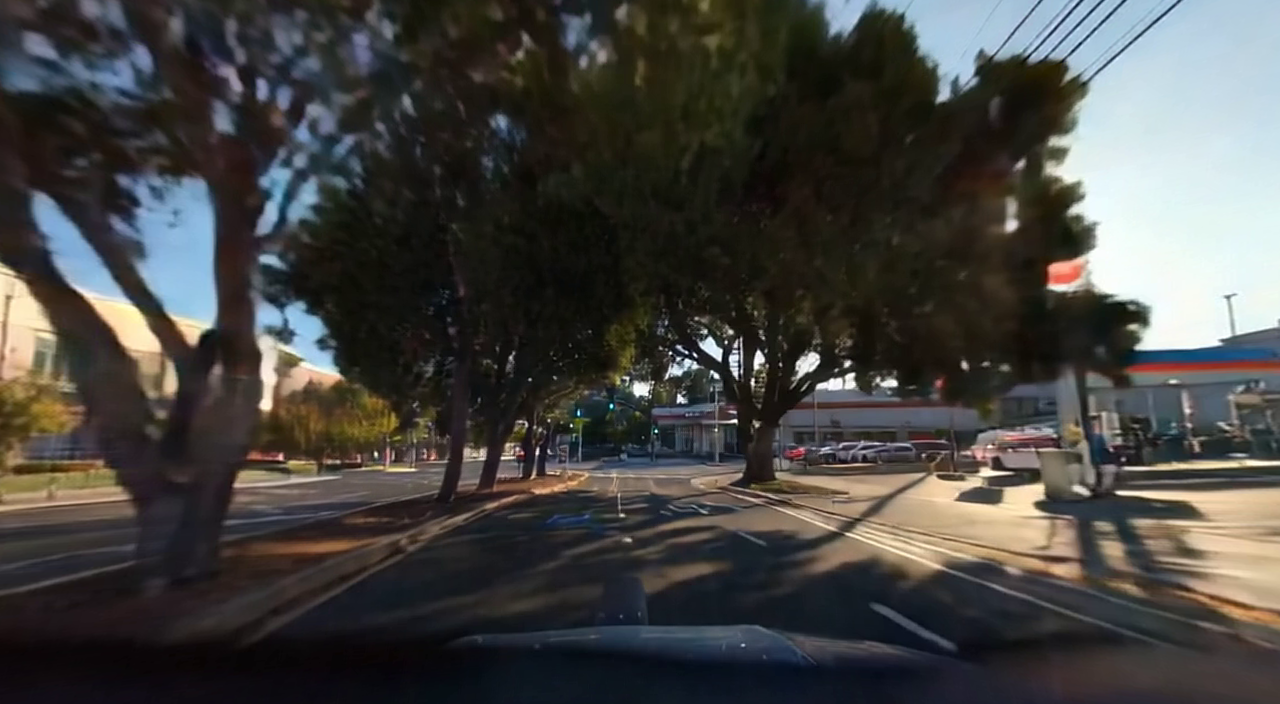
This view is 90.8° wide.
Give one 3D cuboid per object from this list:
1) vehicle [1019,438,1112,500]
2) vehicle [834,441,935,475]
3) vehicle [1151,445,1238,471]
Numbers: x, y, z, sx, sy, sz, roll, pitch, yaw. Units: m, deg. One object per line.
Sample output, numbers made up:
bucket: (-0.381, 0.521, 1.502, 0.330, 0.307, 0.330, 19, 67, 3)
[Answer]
vehicle: (14.391, 3.971, 21.654, 2.086, 1.845, 4.694, -5, -11, 28)
vehicle: (14.110, 6.151, 36.712, 4.996, 1.720, 2.027, 1, -9, 2)
vehicle: (41.268, 7.903, 47.114, 4.406, 1.781, 2.092, 0, -10, 1)
